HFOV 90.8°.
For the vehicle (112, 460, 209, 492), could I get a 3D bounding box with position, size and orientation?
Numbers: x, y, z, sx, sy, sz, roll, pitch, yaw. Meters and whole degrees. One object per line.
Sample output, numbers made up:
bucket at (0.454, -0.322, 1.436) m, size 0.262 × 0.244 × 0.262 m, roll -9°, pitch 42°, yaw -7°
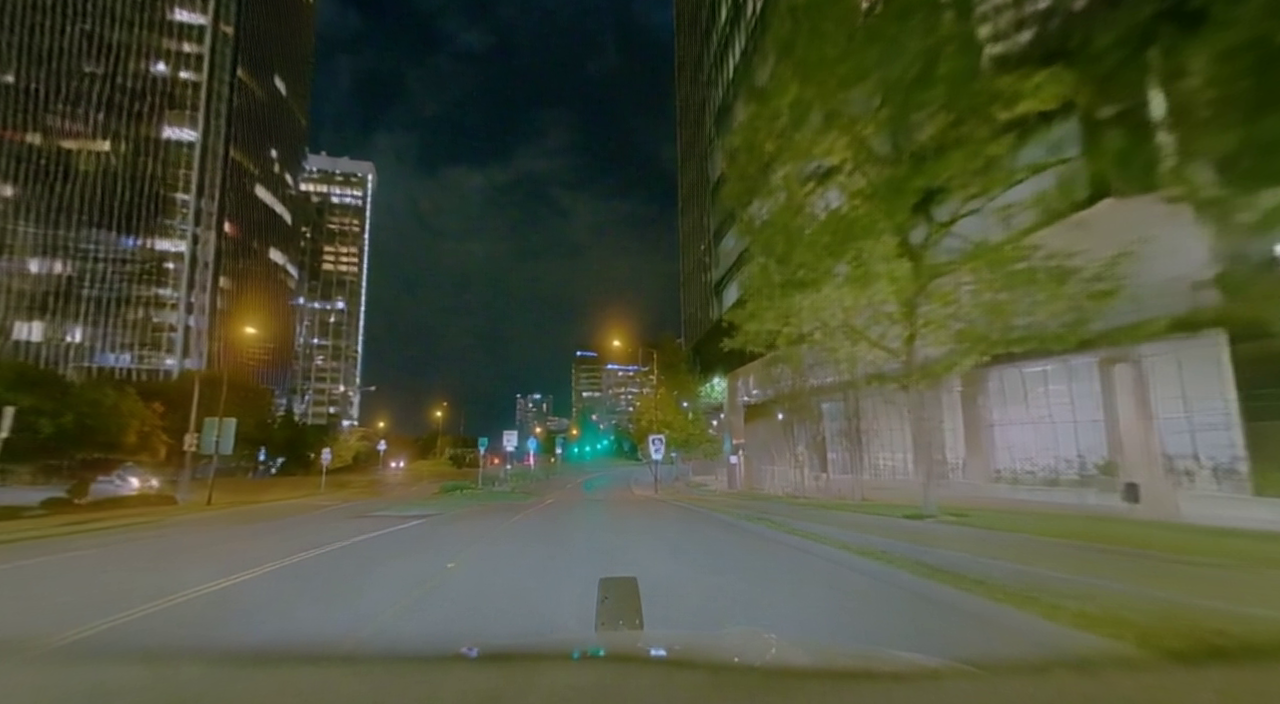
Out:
vehicle at (-28.919, 7.458, 38.123) m, size 4.473 × 1.778 × 2.125 m, roll -2°, pitch -9°, yaw 13°
